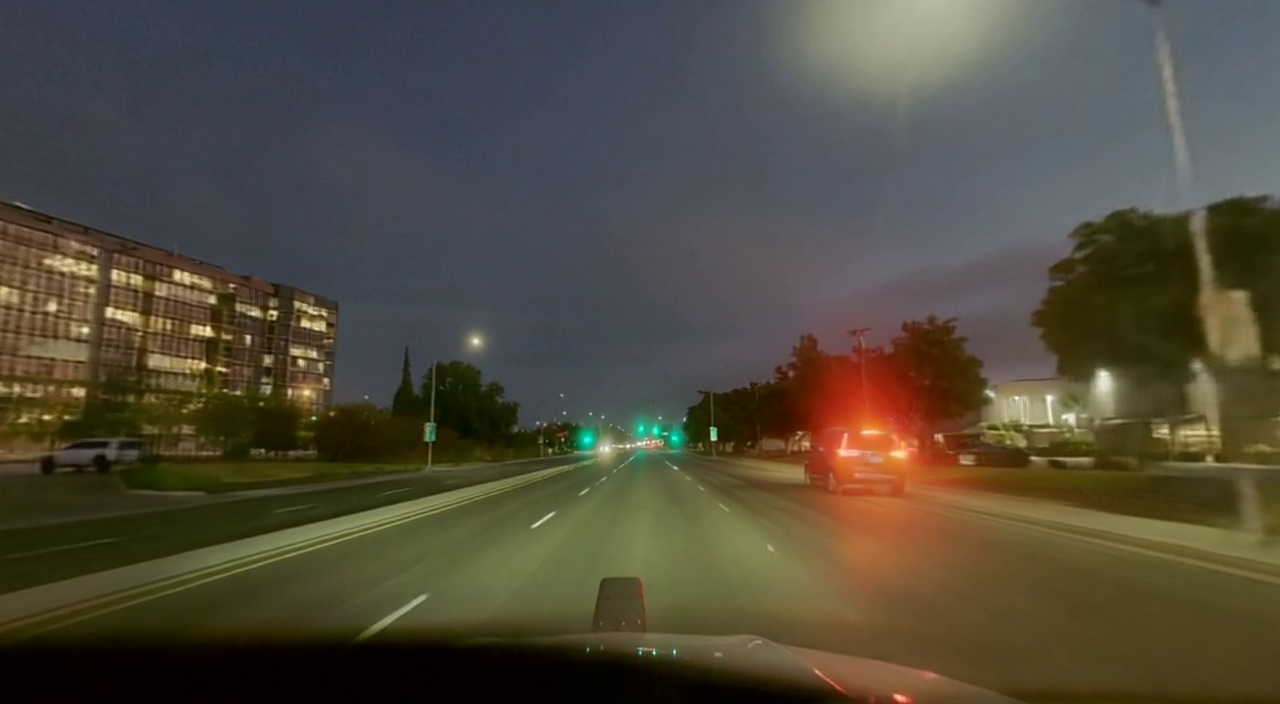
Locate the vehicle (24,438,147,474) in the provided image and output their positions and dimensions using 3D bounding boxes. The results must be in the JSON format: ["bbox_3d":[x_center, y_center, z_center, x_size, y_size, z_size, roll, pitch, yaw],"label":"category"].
[{"bbox_3d":[-26.393,4.962,29.988,4.048,1.601,1.845,0,-8,-2],"label":"vehicle"}]

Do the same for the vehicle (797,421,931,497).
[{"bbox_3d":[7.062,3.465,20.643,2.365,2.138,5.499,0,-8,0],"label":"vehicle"}]

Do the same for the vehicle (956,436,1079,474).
[{"bbox_3d":[17.391,4.764,29.066,4.421,1.535,1.869,-2,-7,2],"label":"vehicle"}]
